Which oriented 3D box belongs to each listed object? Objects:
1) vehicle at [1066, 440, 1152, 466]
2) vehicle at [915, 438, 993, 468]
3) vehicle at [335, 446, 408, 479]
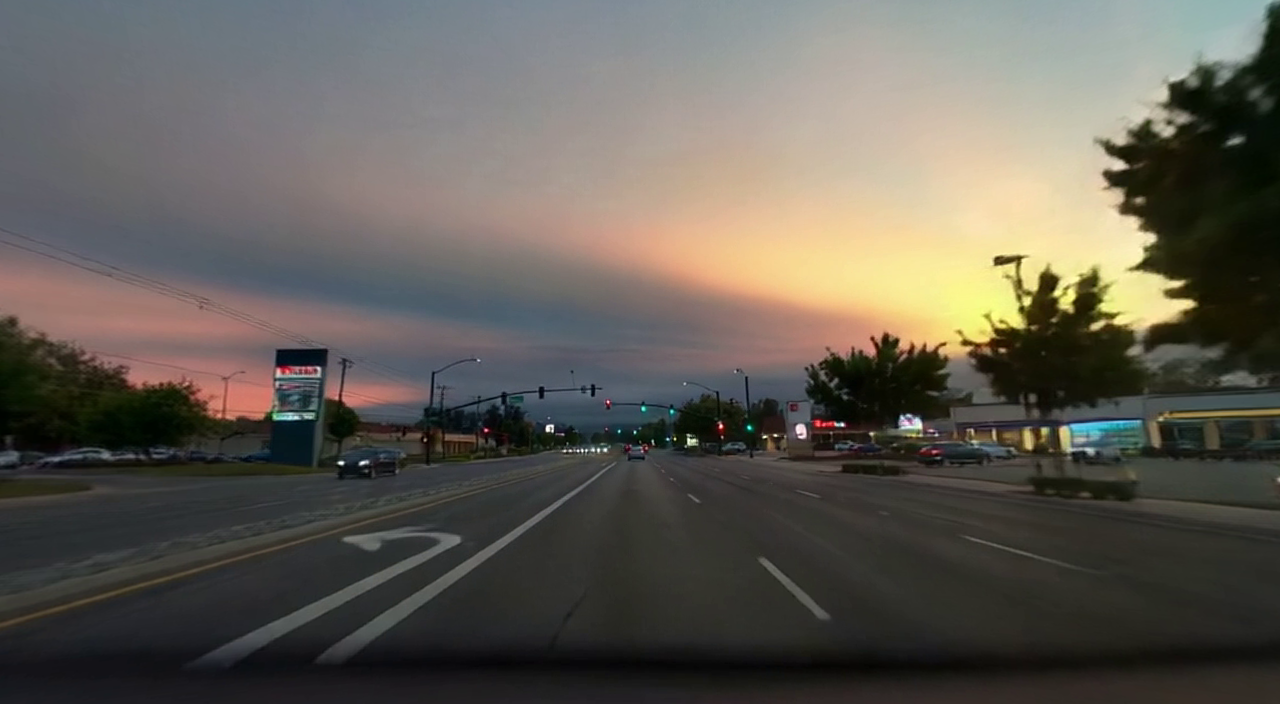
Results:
[{"bbox_3d":[32.449,6.999,43.828,4.335,1.675,1.885,0,-9,2],"label":"vehicle"},{"bbox_3d":[19.384,6.202,38.950,4.717,1.714,1.985,5,-10,-31],"label":"vehicle"},{"bbox_3d":[-15.725,6.478,37.355,2.102,1.800,4.849,0,-9,1],"label":"vehicle"}]
